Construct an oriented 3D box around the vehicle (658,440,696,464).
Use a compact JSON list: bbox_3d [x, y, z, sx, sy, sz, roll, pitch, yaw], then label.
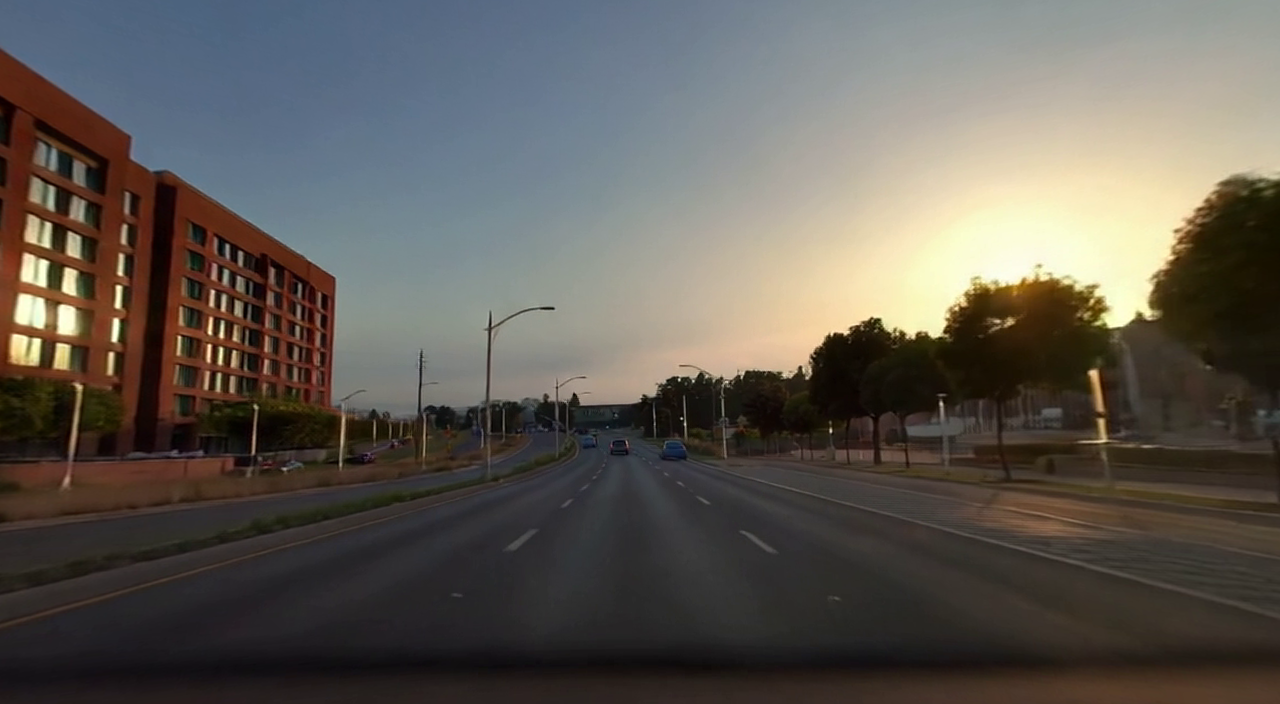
[{"bbox_3d":[2.497,6.899,43.676,2.090,1.506,4.382,0,-8,-3],"label":"vehicle"}]
